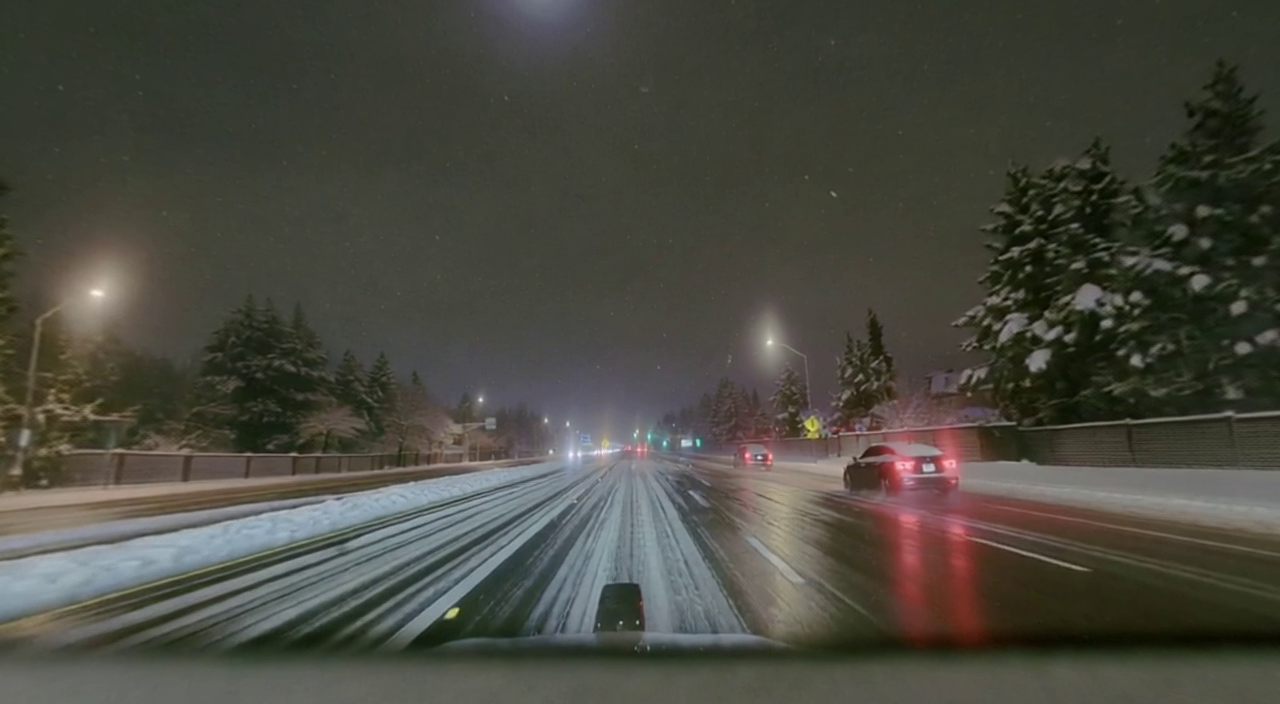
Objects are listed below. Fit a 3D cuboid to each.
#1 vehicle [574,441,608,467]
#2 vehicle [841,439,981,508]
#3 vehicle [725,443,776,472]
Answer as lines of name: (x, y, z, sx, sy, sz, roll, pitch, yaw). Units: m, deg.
vehicle: (-3.537, 7.514, 46.655, 2.230, 1.827, 4.406, 0, -8, -1)
vehicle: (6.621, 2.973, 15.942, 1.838, 1.518, 3.713, 0, -8, 0)
vehicle: (6.323, 6.092, 36.715, 1.987, 1.597, 4.463, 0, -8, -2)
